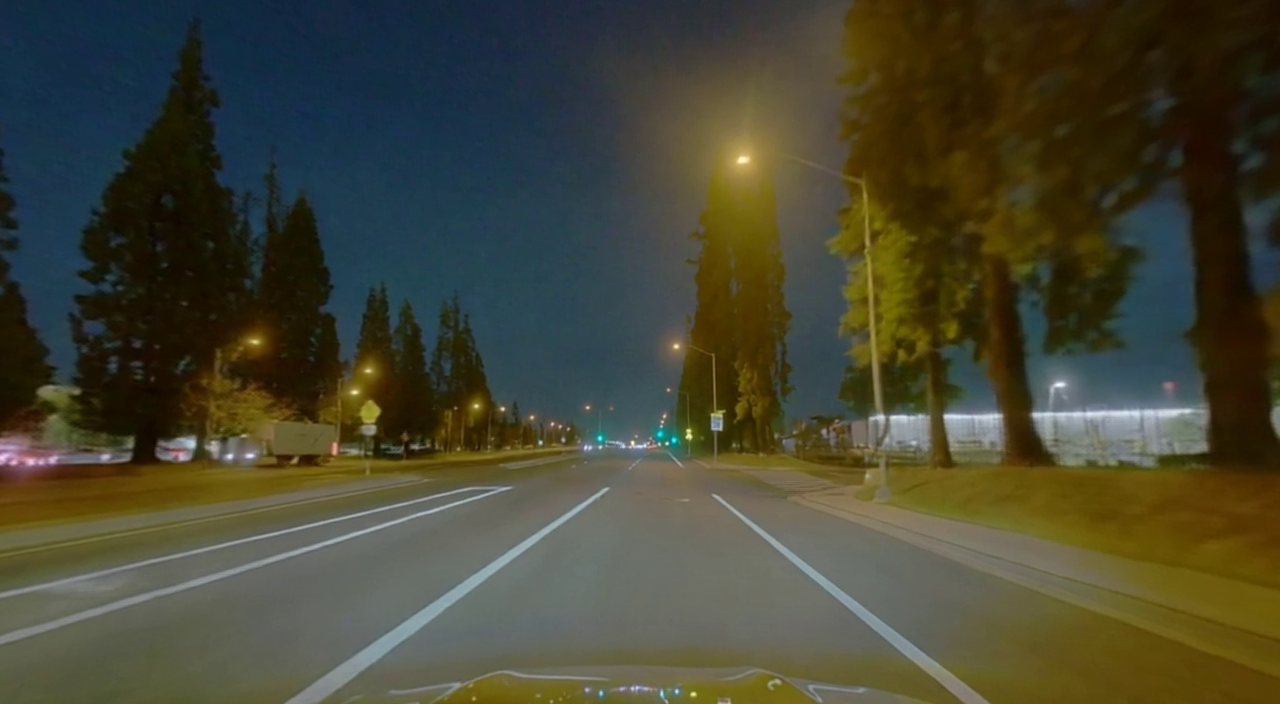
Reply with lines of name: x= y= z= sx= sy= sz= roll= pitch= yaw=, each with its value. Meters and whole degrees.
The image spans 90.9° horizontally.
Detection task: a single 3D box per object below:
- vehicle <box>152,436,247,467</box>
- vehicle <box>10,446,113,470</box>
vehicle: x=-33.969 y=7.668 z=48.744 sx=5.521 sy=2.214 sz=2.704 roll=-1 pitch=-8 yaw=8
vehicle: x=-34.724 y=6.354 z=37.925 sx=4.276 sy=1.404 sz=1.978 roll=0 pitch=-8 yaw=3
